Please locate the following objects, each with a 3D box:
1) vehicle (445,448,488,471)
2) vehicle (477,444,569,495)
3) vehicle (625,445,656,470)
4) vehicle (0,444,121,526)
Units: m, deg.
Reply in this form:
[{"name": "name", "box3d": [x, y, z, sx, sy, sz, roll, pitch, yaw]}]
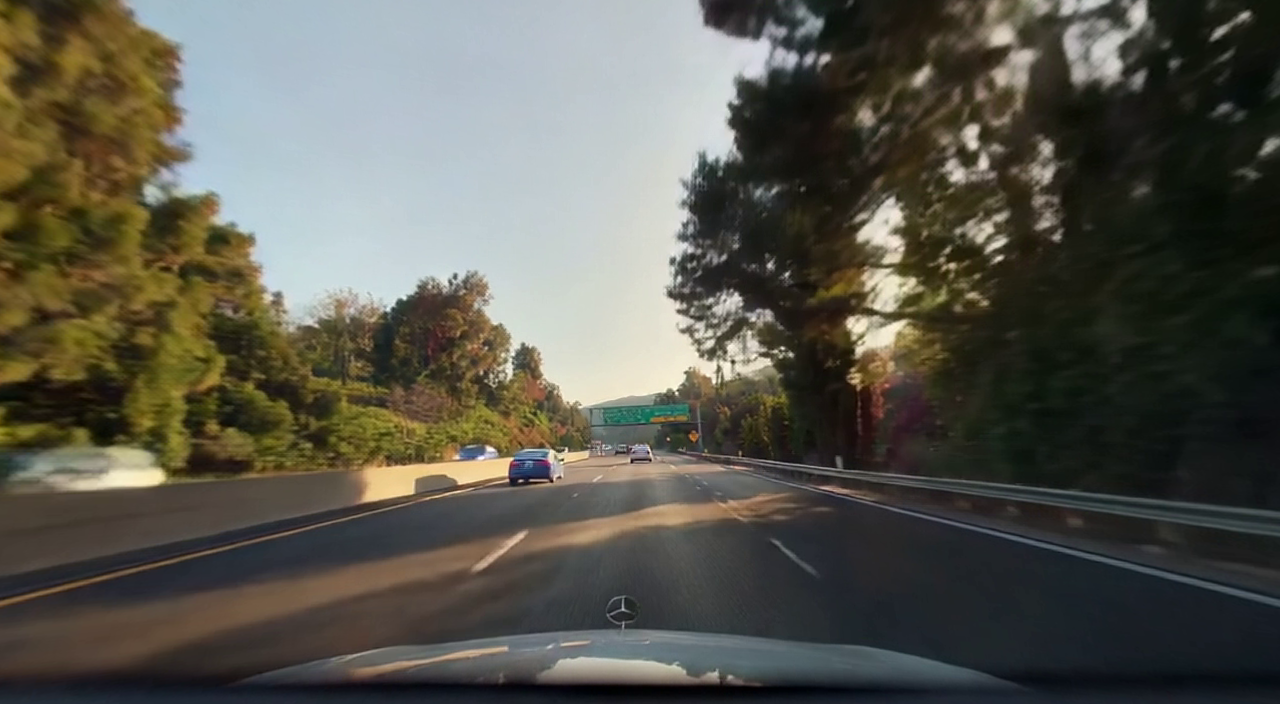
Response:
[{"name": "vehicle", "box3d": [-12.986, 8.053, 47.472, 1.927, 1.601, 4.480, 0, -9, 1]}, {"name": "vehicle", "box3d": [-3.776, 3.884, 21.275, 2.157, 1.483, 4.601, 0, -9, 1]}, {"name": "vehicle", "box3d": [0.029, 7.123, 42.752, 2.011, 1.590, 3.607, 0, -9, 0]}, {"name": "vehicle", "box3d": [-13.443, 2.673, 12.824, 1.904, 1.580, 4.453, 0, -9, 0]}]
